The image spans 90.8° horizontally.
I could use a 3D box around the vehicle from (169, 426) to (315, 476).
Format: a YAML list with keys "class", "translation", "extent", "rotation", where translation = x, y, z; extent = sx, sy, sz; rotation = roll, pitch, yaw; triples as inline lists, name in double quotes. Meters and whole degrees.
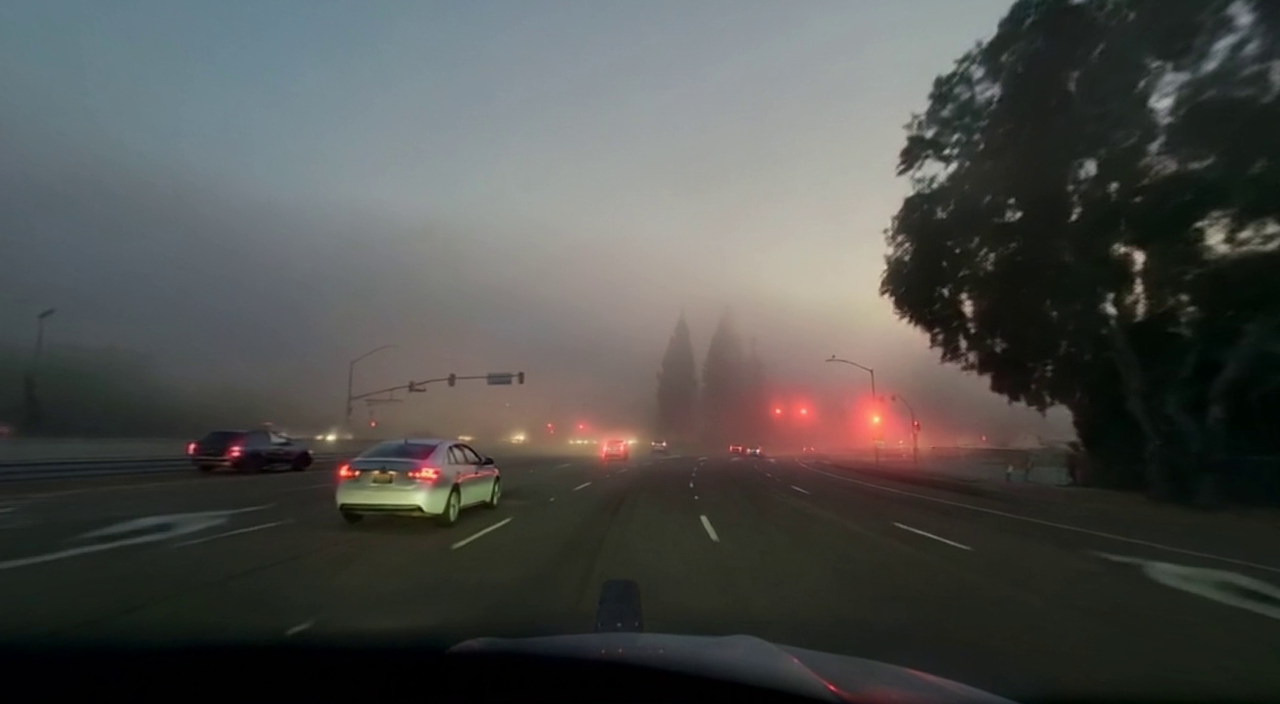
- class: "vehicle"
  translation: [-13.146, 3.312, 21.251]
  extent: [1.984, 1.488, 4.258]
  rotation: [-1, -9, 3]

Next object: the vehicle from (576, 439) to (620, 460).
- class: "vehicle"
  translation: [-3.142, 7.503, 48.514]
  extent: [2.080, 1.495, 5.242]
  rotation: [-2, -9, 12]

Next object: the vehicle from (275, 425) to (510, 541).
- class: "vehicle"
  translation: [-3.600, 1.988, 10.202]
  extent: [1.934, 1.463, 4.220]
  rotation: [0, -9, 2]
